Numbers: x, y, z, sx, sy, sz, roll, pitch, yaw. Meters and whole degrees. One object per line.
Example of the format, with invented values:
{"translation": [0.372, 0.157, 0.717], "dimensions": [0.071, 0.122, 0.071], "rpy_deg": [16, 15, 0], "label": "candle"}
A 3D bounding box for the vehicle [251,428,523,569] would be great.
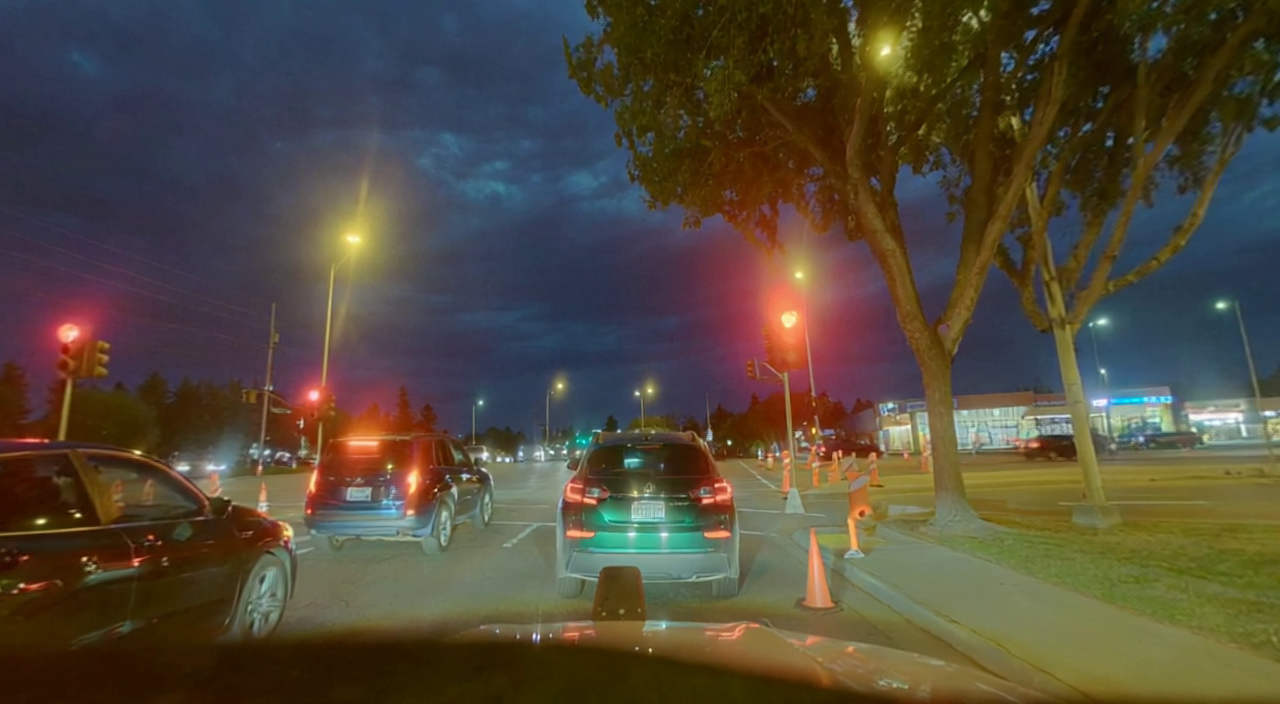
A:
{"translation": [-3.290, 2.000, 9.447], "dimensions": [1.989, 1.541, 4.626], "rpy_deg": [0, -9, 2], "label": "vehicle"}

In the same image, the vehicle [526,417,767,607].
{"translation": [0.096, 1.626, 7.207], "dimensions": [2.021, 1.560, 3.676], "rpy_deg": [0, -9, 1], "label": "vehicle"}

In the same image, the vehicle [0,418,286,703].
{"translation": [-3.604, 0.953, 2.143], "dimensions": [1.964, 1.497, 4.722], "rpy_deg": [0, -9, 1], "label": "vehicle"}

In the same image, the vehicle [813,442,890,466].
{"translation": [13.759, 6.664, 41.172], "dimensions": [4.463, 1.482, 1.808], "rpy_deg": [-1, -9, 9], "label": "vehicle"}

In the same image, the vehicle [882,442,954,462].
{"translation": [20.837, 7.507, 47.315], "dimensions": [4.581, 1.480, 1.752], "rpy_deg": [0, -9, 0], "label": "vehicle"}

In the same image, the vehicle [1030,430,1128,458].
{"translation": [28.275, 5.947, 40.659], "dimensions": [4.805, 1.688, 1.923], "rpy_deg": [0, -9, 1], "label": "vehicle"}
